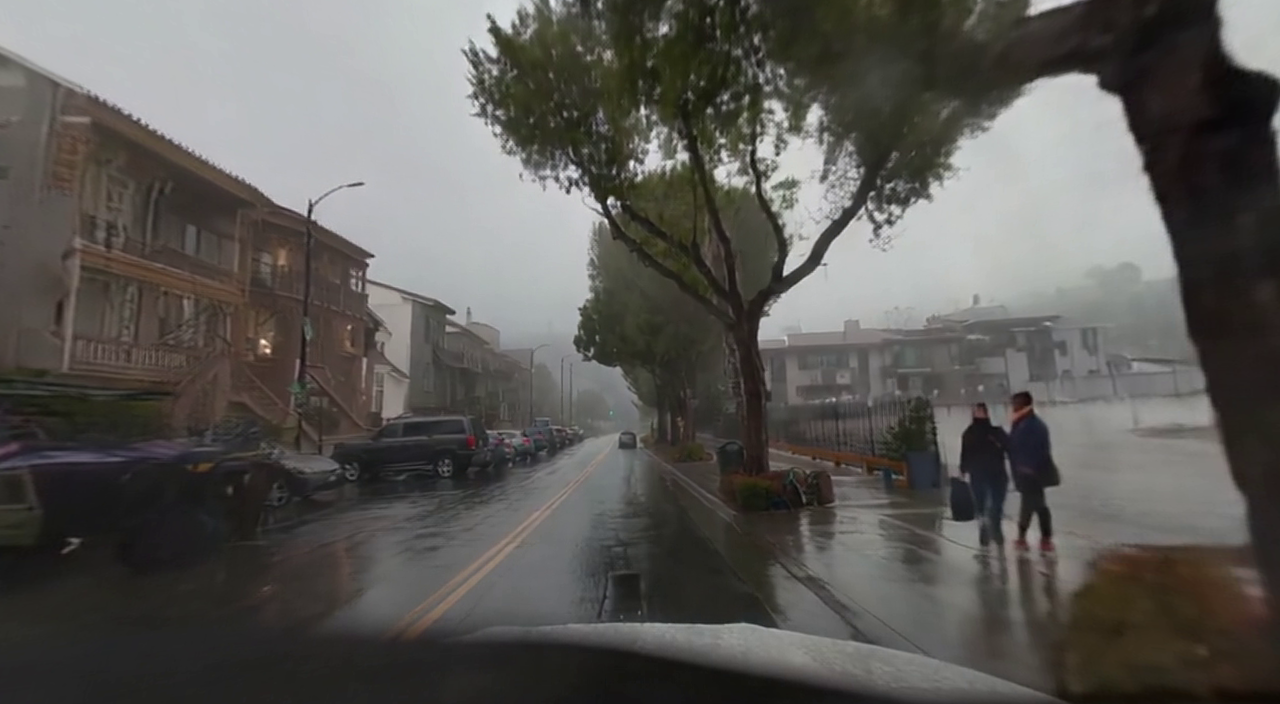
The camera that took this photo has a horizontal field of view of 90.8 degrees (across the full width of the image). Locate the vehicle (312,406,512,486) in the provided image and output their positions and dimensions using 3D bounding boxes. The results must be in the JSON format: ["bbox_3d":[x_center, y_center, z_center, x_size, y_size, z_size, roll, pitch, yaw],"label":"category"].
[{"bbox_3d":[-7.305,3.091,20.861,5.592,2.439,2.515,0,-8,-1],"label":"vehicle"}]

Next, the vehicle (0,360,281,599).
[{"bbox_3d":[-7.475,1.278,6.730,5.824,2.125,2.233,0,-8,-3],"label":"vehicle"}]
